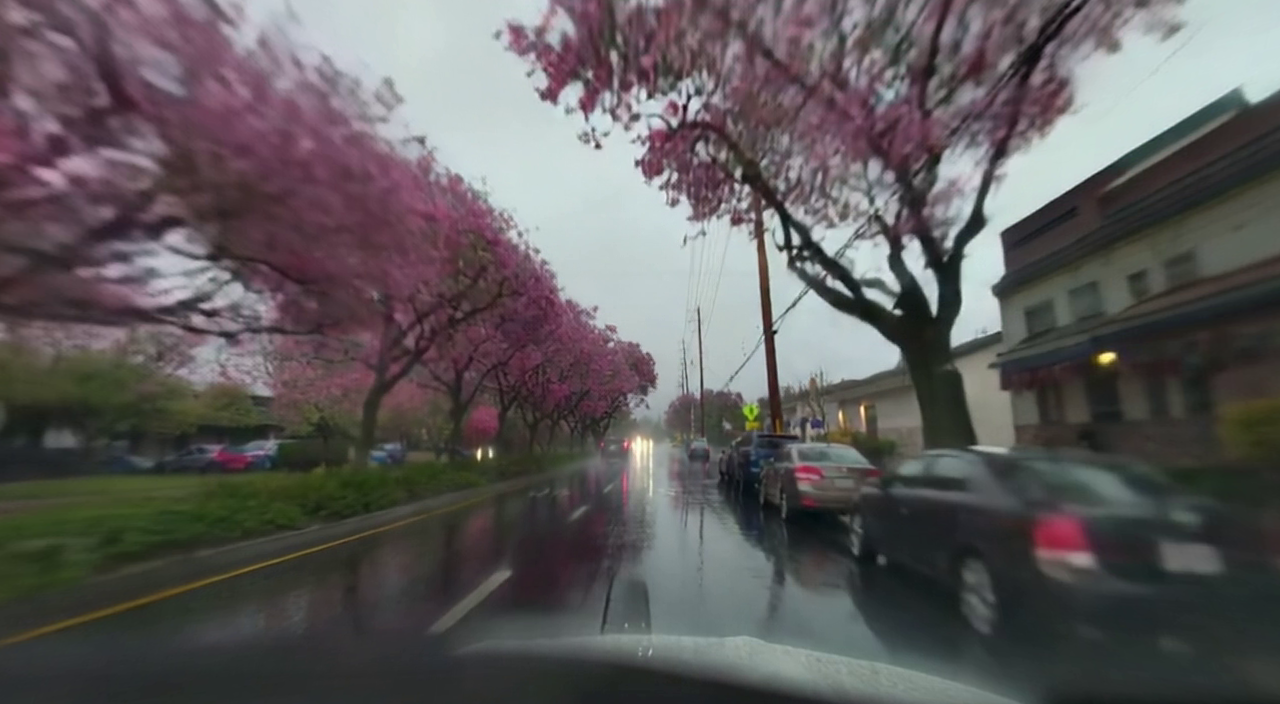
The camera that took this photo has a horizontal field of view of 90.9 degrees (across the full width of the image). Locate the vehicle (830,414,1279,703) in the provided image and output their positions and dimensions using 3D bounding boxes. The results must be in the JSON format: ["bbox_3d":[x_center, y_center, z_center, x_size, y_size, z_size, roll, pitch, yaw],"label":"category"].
[{"bbox_3d":[3.145,1.354,4.925,1.985,1.500,4.654,0,-8,2],"label":"vehicle"}]

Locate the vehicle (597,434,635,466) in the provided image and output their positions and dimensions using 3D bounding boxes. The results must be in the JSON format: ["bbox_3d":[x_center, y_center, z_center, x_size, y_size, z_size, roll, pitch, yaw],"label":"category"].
[{"bbox_3d":[-1.520,6.514,42.080,2.202,1.961,4.980,0,-8,2],"label":"vehicle"}]

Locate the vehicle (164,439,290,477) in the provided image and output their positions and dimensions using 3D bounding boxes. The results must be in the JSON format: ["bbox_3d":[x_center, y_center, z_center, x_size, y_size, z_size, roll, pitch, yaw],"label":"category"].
[{"bbox_3d":[-22.132,5.694,34.046,5.252,1.925,2.061,3,-9,-19],"label":"vehicle"}]
